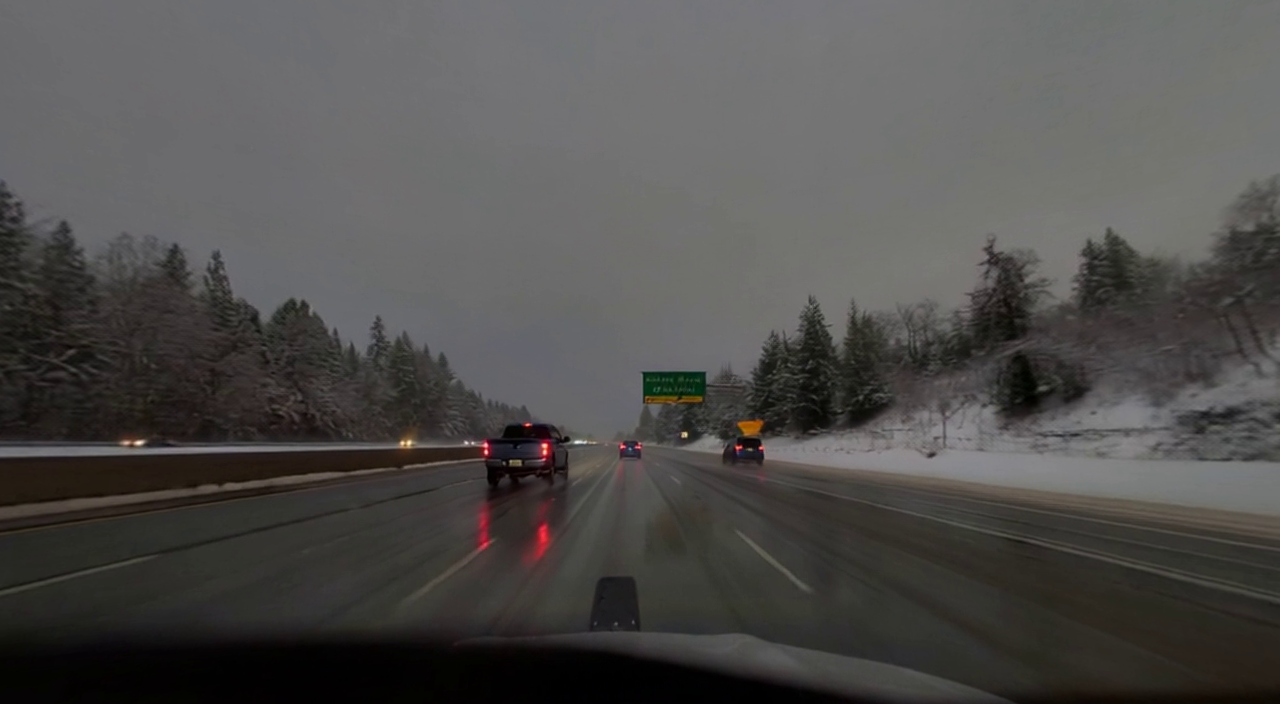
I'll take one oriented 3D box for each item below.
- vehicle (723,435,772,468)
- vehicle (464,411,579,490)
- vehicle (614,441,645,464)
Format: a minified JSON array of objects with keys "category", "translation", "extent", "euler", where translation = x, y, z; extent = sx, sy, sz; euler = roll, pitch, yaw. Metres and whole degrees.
[{"category":"vehicle","translation":[6.732,6.294,40.054],"extent":[2.103,1.898,5.310],"euler":[0,-9,-1]},{"category":"vehicle","translation":[-3.594,3.207,20.686],"extent":[2.592,2.179,6.034],"euler":[0,-9,0]},{"category":"vehicle","translation":[-0.732,7.364,46.370],"extent":[2.157,1.642,4.189],"euler":[0,-9,-1]}]
